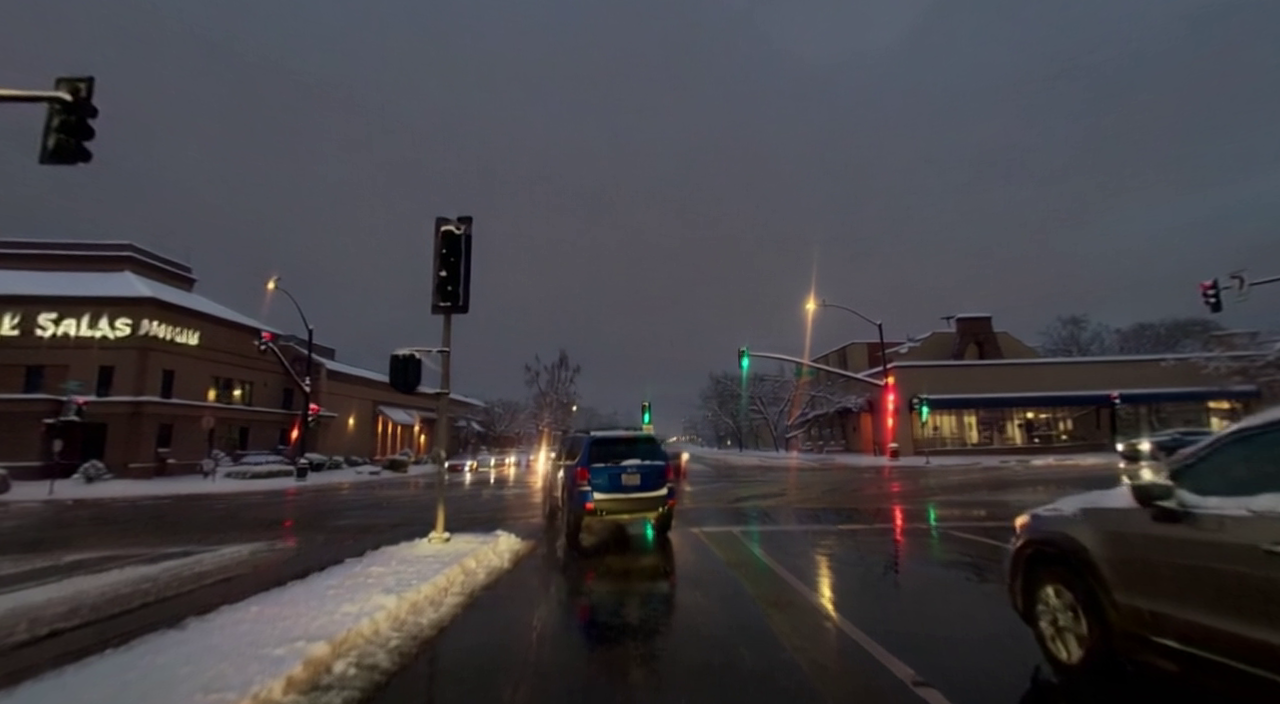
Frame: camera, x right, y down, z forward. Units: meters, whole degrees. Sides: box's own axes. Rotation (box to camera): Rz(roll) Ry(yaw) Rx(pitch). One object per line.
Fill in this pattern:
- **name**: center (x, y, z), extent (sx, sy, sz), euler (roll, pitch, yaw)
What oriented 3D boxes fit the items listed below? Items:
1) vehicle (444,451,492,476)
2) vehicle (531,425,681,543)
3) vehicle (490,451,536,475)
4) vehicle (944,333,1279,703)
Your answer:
- **vehicle**: center (-11.848, 7.695, 43.816), extent (2.005, 1.596, 4.342), euler (-1, -9, 1)
- **vehicle**: center (-0.879, 2.357, 12.019), extent (2.238, 1.762, 4.445), euler (1, -9, -11)
- **vehicle**: center (-8.592, 7.539, 43.114), extent (2.163, 1.529, 4.210), euler (0, -9, 1)
- **vehicle**: center (3.214, 0.787, 2.238), extent (2.040, 1.674, 4.455), euler (0, -9, 0)
